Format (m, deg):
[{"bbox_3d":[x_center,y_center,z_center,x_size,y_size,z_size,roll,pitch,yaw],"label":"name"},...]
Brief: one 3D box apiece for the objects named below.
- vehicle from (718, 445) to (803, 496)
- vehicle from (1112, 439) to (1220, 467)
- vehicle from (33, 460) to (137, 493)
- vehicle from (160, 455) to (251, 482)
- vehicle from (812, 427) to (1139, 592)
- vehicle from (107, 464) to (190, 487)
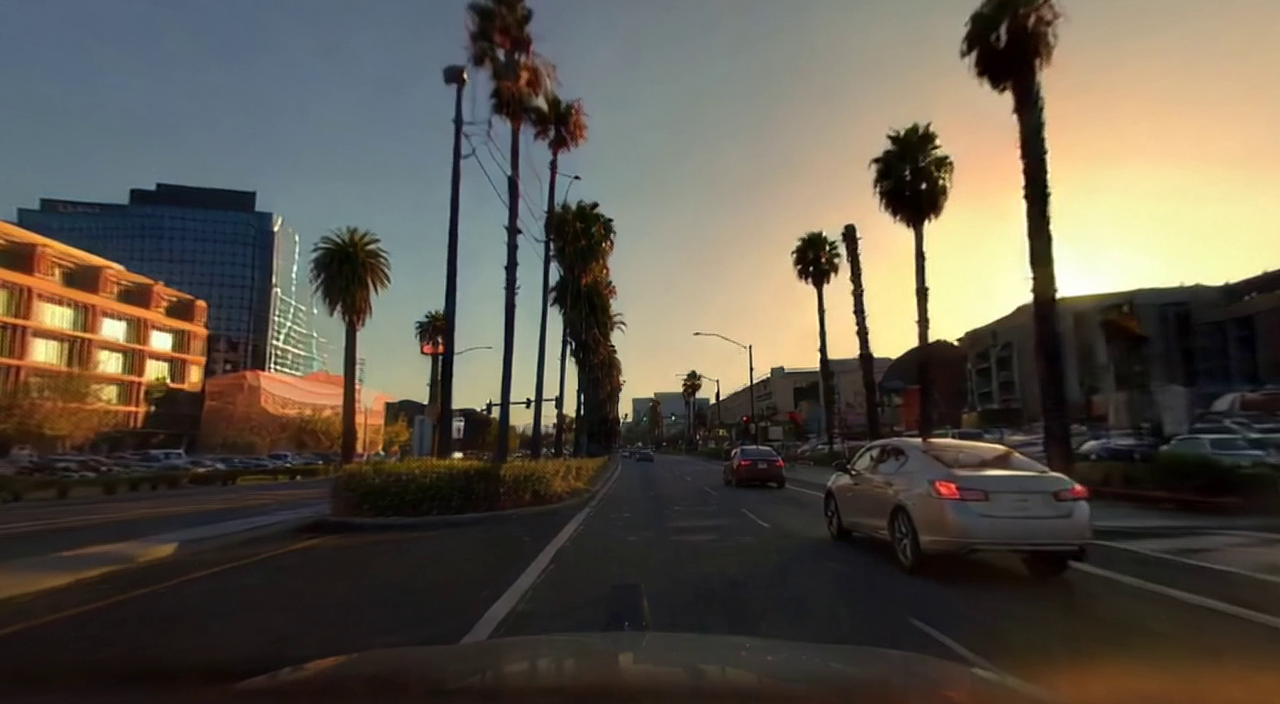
[{"bbox_3d":[3.862,3.867,21.085,1.870,1.467,4.800,0,-9,0],"label":"vehicle"},{"bbox_3d":[29.053,5.574,34.938,1.759,1.440,4.112,4,-9,-24],"label":"vehicle"},{"bbox_3d":[-33.690,7.543,38.357,4.422,1.599,2.087,-4,-8,1],"label":"vehicle"},{"bbox_3d":[-31.491,8.457,45.781,4.978,1.873,2.164,0,-9,0],"label":"vehicle"},{"bbox_3d":[3.722,1.796,8.048,1.931,1.534,4.126,0,-9,1],"label":"vehicle"},{"bbox_3d":[-32.965,8.265,42.304,4.252,1.419,1.997,-2,-9,11],"label":"vehicle"}]
